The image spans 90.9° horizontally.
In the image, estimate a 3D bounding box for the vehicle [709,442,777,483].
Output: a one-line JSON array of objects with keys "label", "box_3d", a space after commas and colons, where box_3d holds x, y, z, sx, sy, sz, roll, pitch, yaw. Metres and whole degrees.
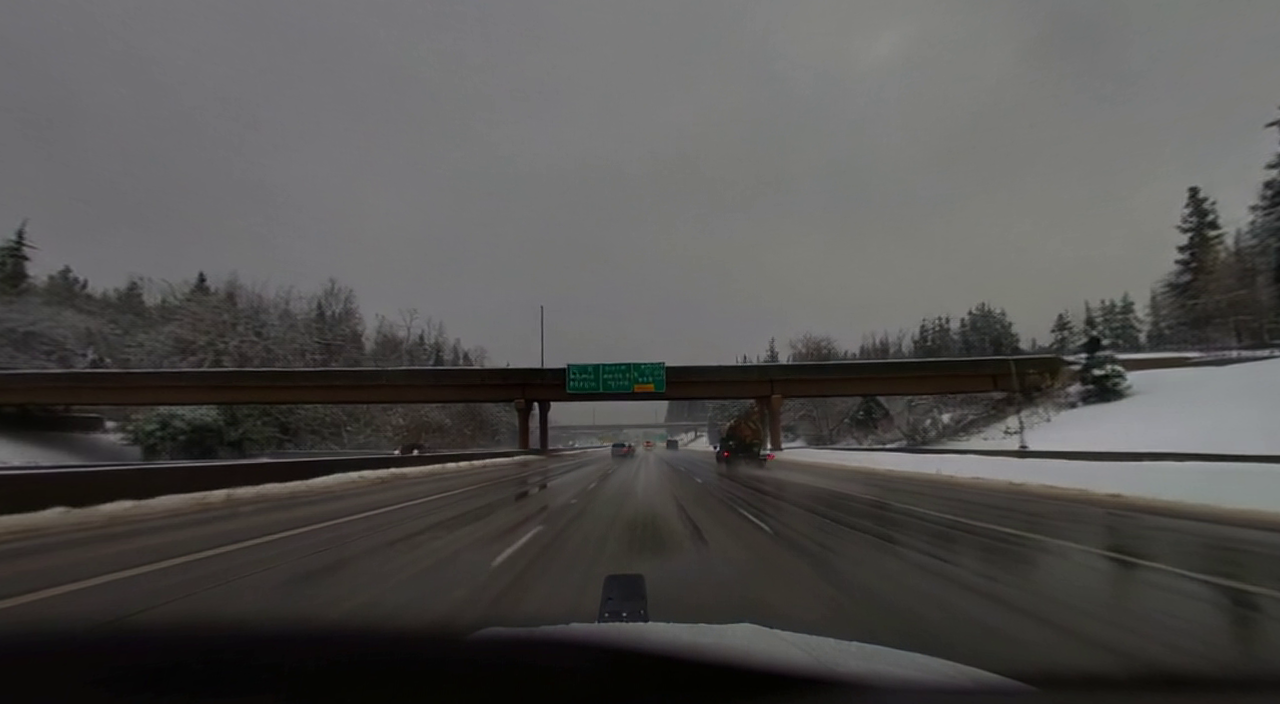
[{"label": "vehicle", "box_3d": [4.042, 4.407, 25.493, 1.908, 1.483, 4.259, 0, -8, -1]}]
